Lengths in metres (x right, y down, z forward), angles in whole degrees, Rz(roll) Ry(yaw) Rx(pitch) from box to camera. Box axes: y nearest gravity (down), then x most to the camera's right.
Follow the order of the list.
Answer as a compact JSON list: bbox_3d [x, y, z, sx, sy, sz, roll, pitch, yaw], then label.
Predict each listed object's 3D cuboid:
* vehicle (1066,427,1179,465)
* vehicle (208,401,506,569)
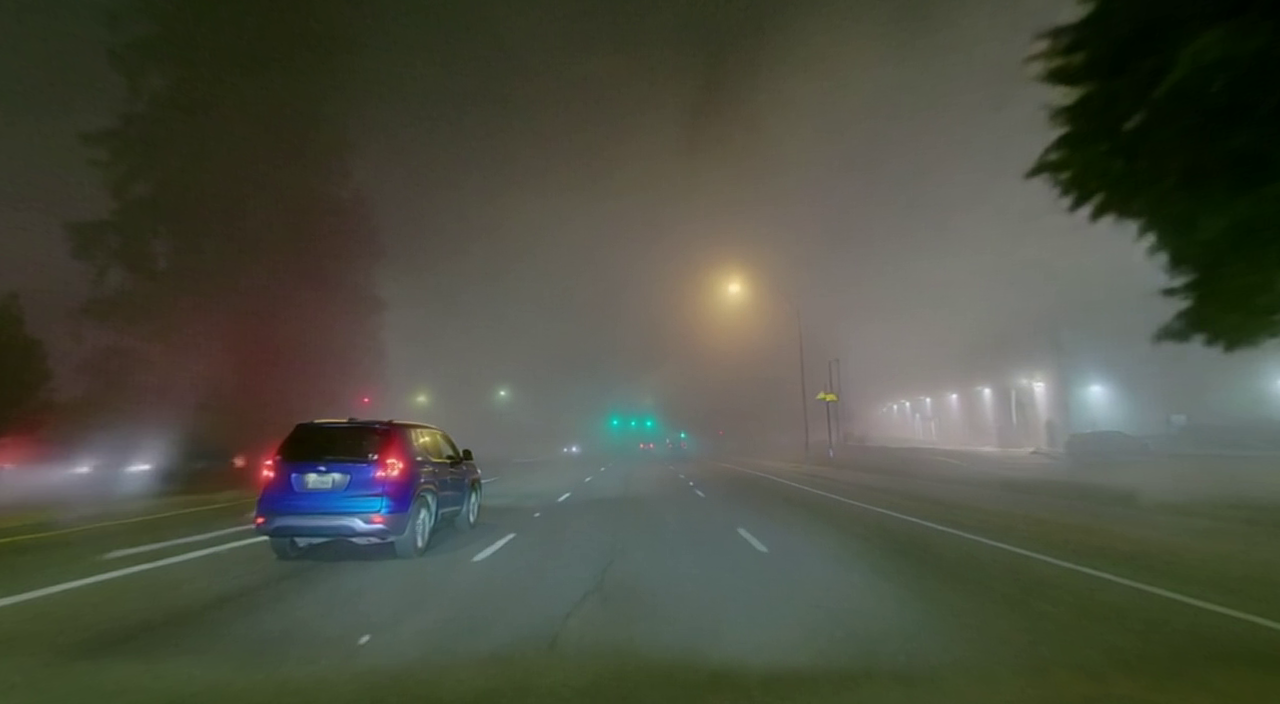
[{"bbox_3d":[23.260,4.504,30.430,4.000,1.458,1.640,-4,-7,0],"label":"vehicle"},{"bbox_3d":[-3.410,1.714,8.816,2.033,1.713,4.503,0,-9,0],"label":"vehicle"}]
